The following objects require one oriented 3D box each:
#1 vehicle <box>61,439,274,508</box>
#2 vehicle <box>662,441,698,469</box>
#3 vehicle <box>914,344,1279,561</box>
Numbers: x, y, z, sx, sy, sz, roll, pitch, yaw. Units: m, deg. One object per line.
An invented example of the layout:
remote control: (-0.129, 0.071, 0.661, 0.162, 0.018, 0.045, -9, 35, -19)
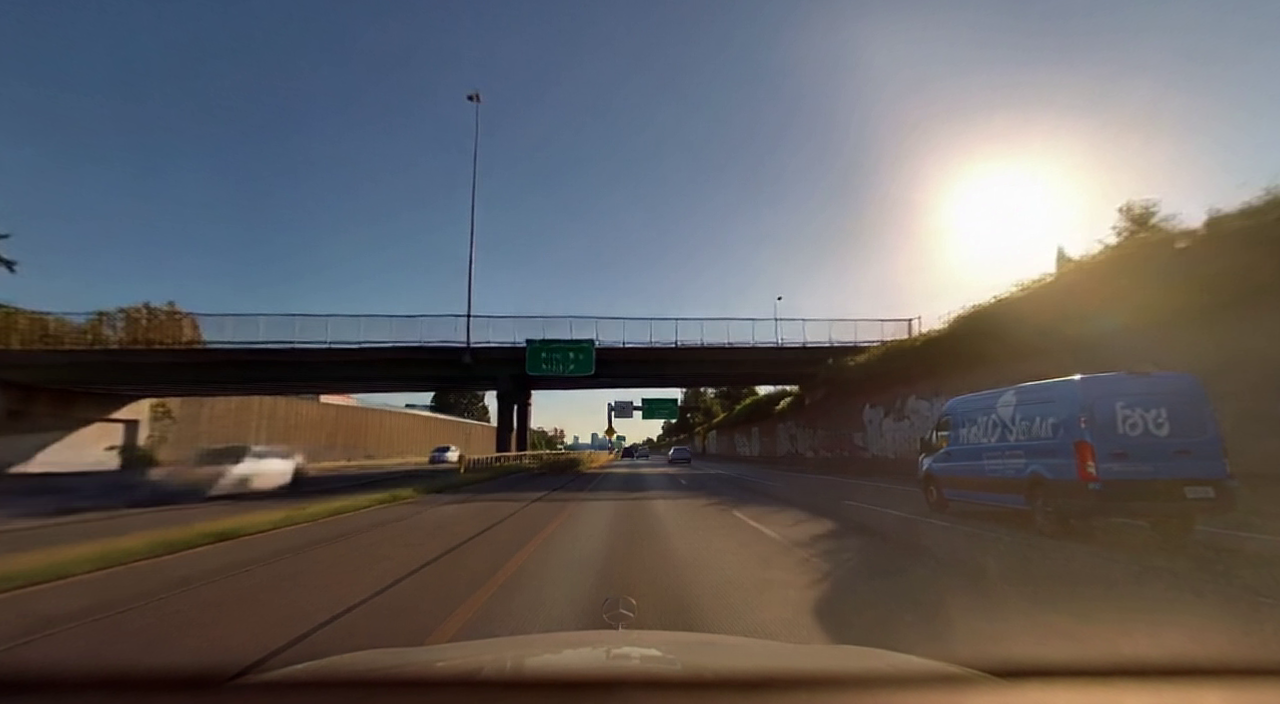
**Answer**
vehicle: (-11.739, 3.025, 16.149, 2.003, 1.496, 4.559, 0, -9, -1)
vehicle: (2.866, 7.537, 46.128, 2.007, 1.943, 5.010, 0, -9, -3)
vehicle: (7.143, 1.637, 10.563, 2.283, 2.631, 5.719, 0, -9, -2)
